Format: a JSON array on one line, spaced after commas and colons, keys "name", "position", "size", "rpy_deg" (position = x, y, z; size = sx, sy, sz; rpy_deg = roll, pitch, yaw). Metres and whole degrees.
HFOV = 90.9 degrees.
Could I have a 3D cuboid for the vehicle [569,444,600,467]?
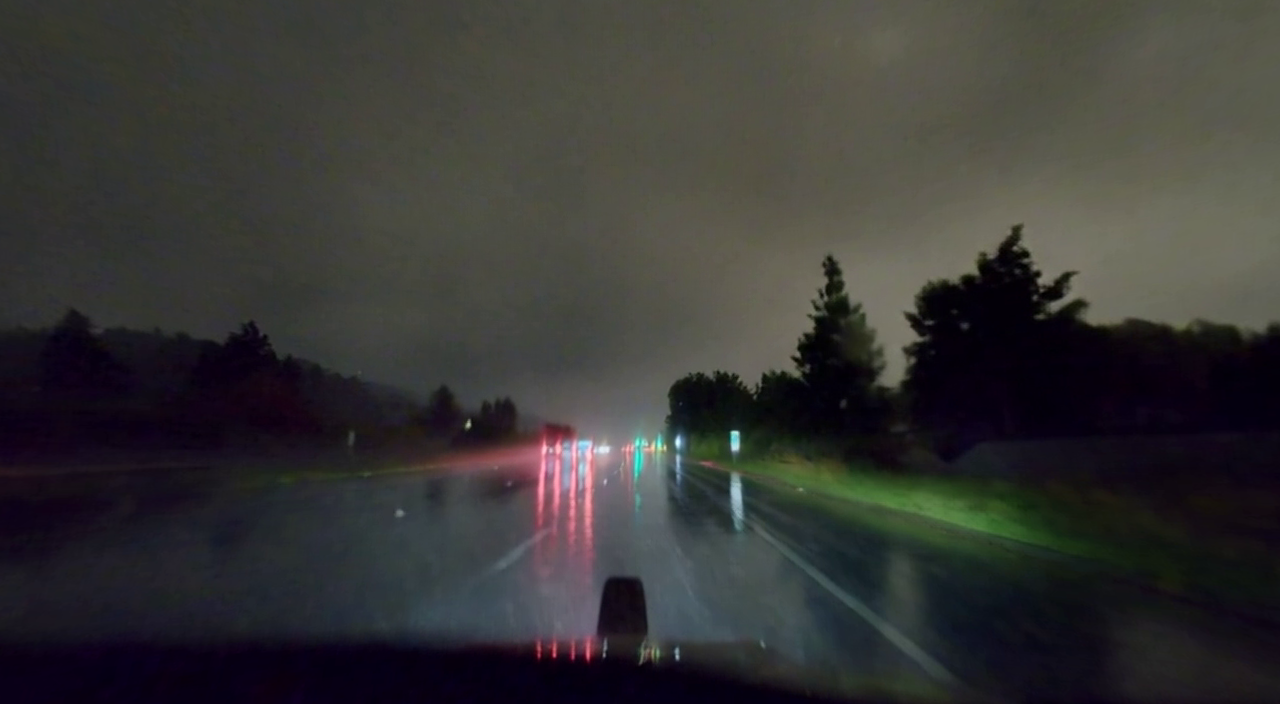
[{"name": "vehicle", "position": [-3.775, 7.160, 43.807], "size": [1.786, 1.488, 4.023], "rpy_deg": [0, -9, 0]}]
